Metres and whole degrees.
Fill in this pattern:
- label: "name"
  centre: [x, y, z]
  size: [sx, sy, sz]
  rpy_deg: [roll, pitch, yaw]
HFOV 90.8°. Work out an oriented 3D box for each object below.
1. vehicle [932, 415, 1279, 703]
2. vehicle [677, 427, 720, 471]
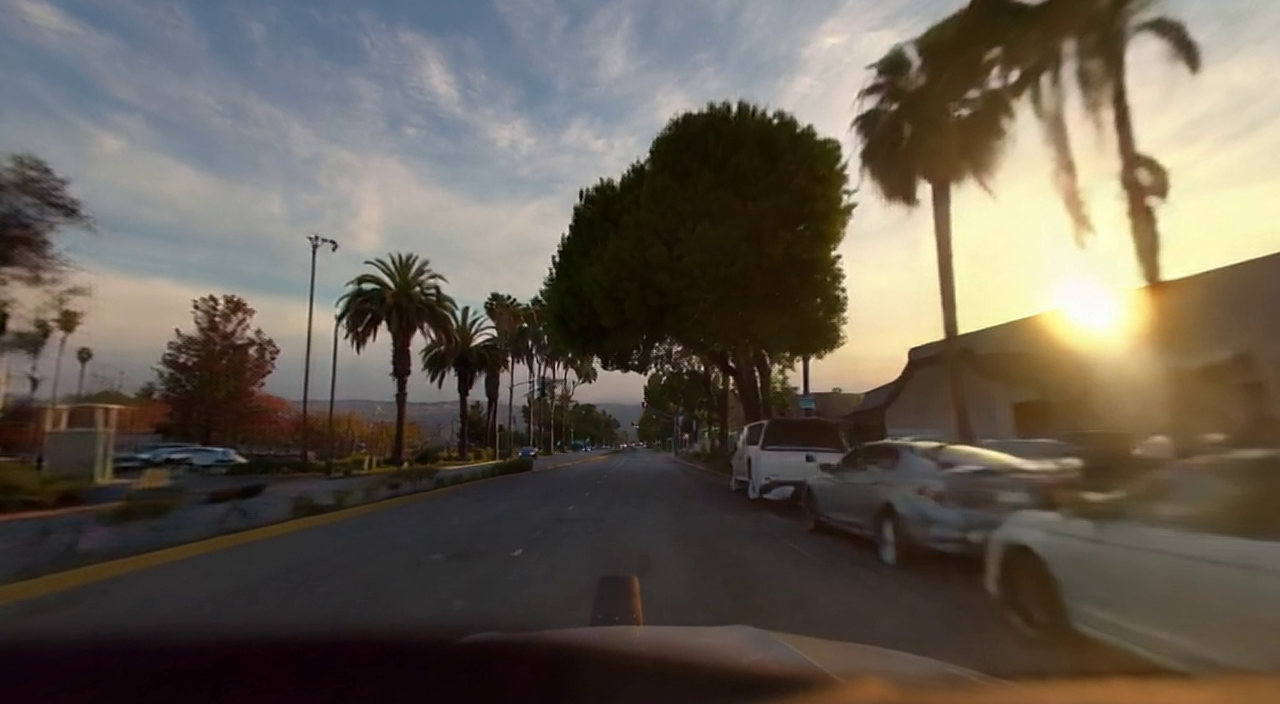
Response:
- label: "vehicle"
  centre: [3.343, 1.109, 2.713]
  size: [2.046, 1.588, 4.508]
  rpy_deg: [0, -9, 1]
- label: "vehicle"
  centre: [3.666, 6.238, 40.576]
  size: [2.221, 2.552, 5.594]
  rpy_deg: [1, -9, 0]
